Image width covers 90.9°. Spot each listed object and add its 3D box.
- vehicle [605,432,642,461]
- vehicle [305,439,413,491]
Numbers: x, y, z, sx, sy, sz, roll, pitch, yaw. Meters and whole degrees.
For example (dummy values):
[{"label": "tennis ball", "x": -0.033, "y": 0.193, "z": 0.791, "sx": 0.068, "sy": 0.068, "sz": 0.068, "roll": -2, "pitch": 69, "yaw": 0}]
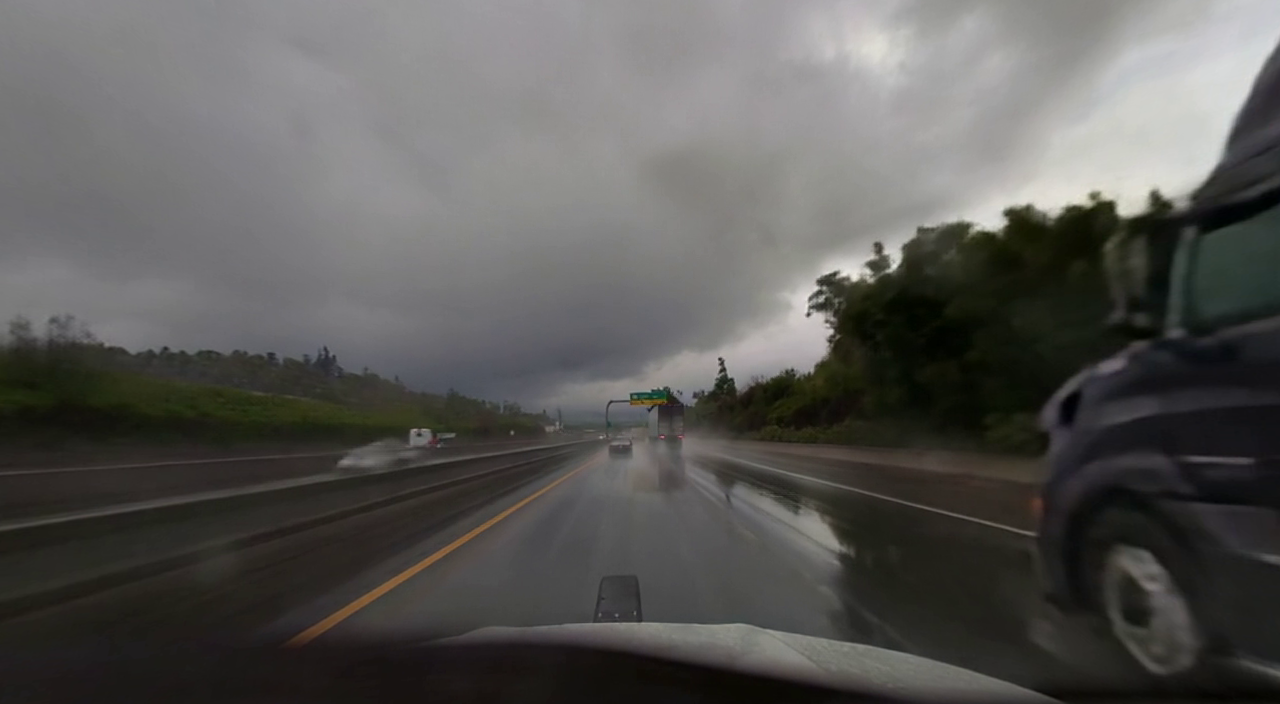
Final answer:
[{"label": "vehicle", "x": -0.948, "y": 5.563, "z": 37.297, "sx": 2.095, "sy": 1.557, "sz": 3.963, "roll": 0, "pitch": -8, "yaw": -1}, {"label": "vehicle", "x": -9.726, "y": 3.907, "z": 22.204, "sx": 1.895, "sy": 1.606, "sz": 4.099, "roll": 0, "pitch": -8, "yaw": 0}]
